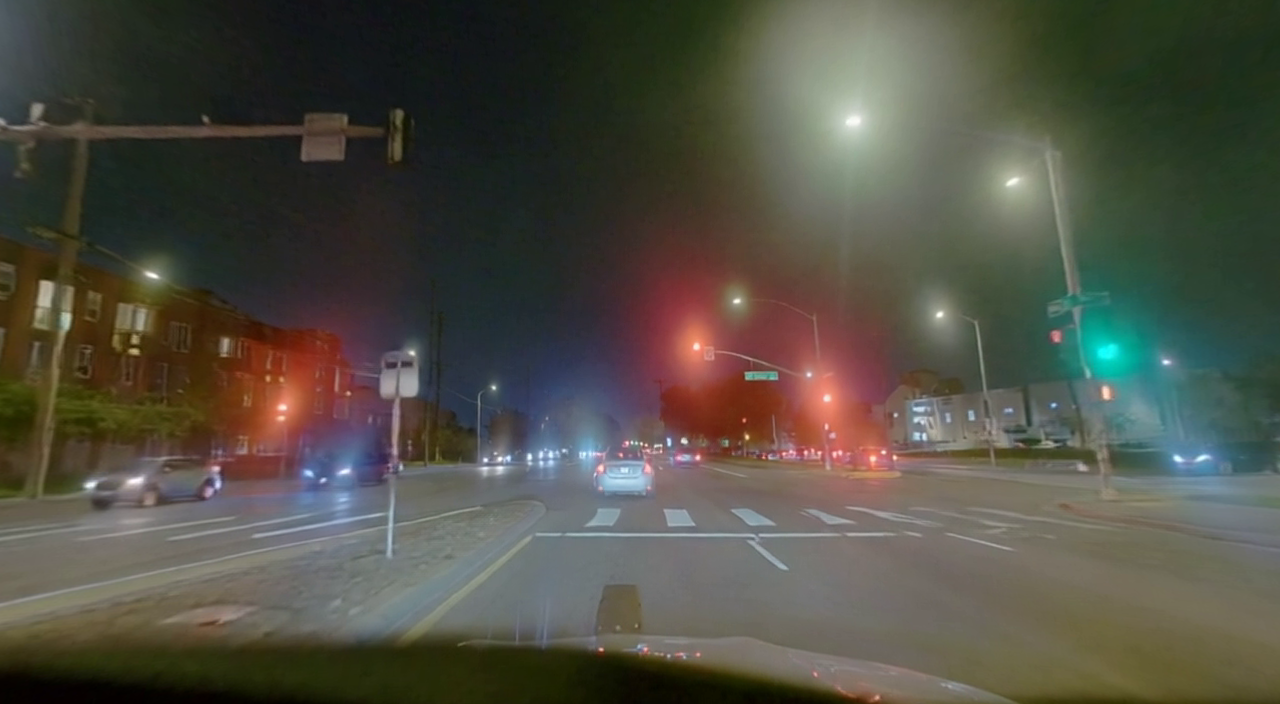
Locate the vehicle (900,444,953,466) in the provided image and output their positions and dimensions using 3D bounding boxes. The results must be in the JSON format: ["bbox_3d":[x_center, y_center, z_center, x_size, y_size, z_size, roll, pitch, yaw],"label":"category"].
[{"bbox_3d":[19.852,7.090,43.490,1.932,1.430,4.203,-8,-12,43],"label":"vehicle"}]

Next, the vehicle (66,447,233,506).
[{"bbox_3d":[-15.743,3.967,20.594,1.922,1.717,4.366,0,-9,0],"label":"vehicle"}]

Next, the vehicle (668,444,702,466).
[{"bbox_3d":[3.211,7.432,45.664,2.023,1.506,3.816,0,-9,-2],"label":"vehicle"}]

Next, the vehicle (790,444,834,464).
[{"bbox_3d":[12.756,7.552,46.840,1.849,1.429,4.335,0,-9,-3],"label":"vehicle"}]

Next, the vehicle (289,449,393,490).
[{"bbox_3d":[-12.050,4.734,25.767,1.963,1.504,4.640,0,-9,0],"label":"vehicle"}]

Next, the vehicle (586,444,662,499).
[{"bbox_3d":[-0.450,3.512,18.870,2.010,1.447,4.121,0,-9,-1],"label":"vehicle"}]

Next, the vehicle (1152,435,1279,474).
[{"bbox_3d":[25.943,4.525,27.802,4.665,1.612,1.937,-1,-9,8],"label":"vehicle"}]
